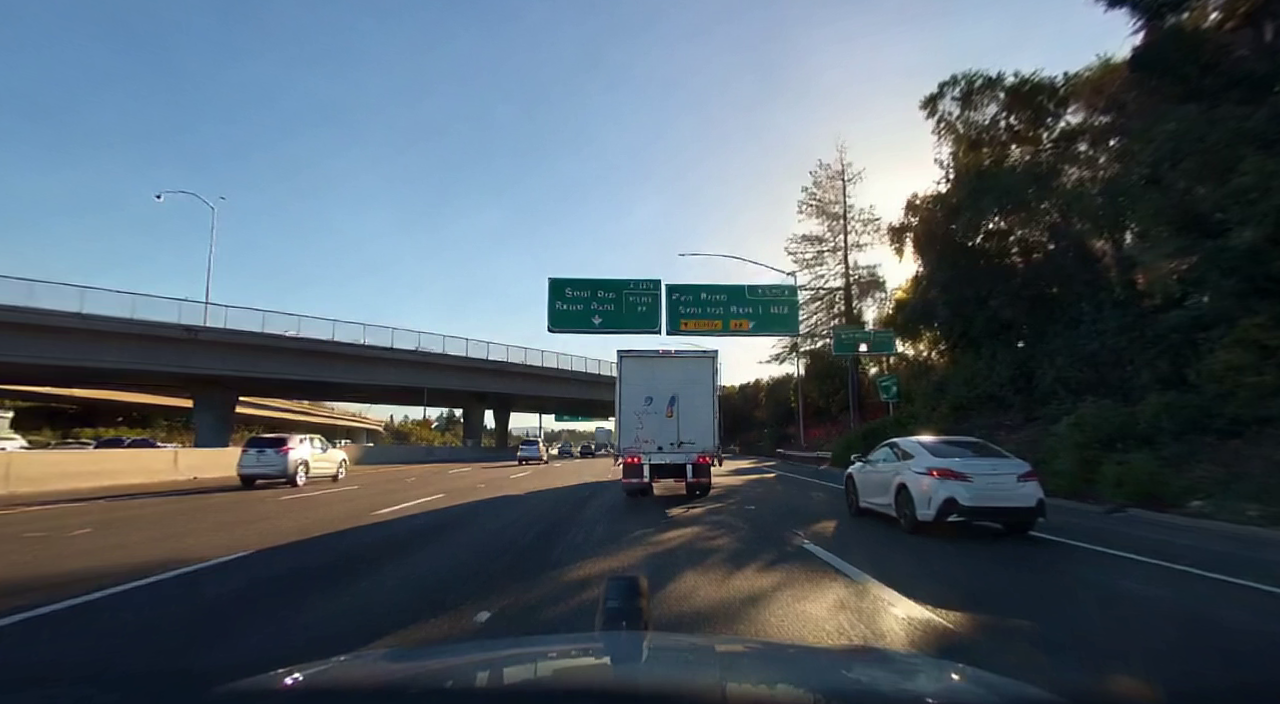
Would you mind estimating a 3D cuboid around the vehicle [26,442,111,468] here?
[{"bbox_3d":[-33.471,6.032,37.090,1.599,1.397,3.674,-3,-8,-1],"label":"vehicle"}]

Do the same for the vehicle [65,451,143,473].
[{"bbox_3d":[-36.942,7.554,43.602,1.685,1.414,4.169,0,-9,0],"label":"vehicle"}]

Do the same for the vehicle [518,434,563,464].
[{"bbox_3d":[-6.422,6.333,41.160,2.125,1.793,4.892,0,-9,0],"label":"vehicle"}]

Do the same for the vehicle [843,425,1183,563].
[{"bbox_3d":[4.883,1.922,9.363,2.108,1.508,4.744,0,-9,-1],"label":"vehicle"}]

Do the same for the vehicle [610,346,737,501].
[{"bbox_3d":[0.711,2.446,20.080,2.916,3.584,10.841,0,-9,-1],"label":"vehicle"}]

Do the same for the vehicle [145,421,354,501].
[{"bbox_3d":[-10.073,2.865,16.977,2.217,1.797,5.226,0,-9,1],"label":"vehicle"}]
